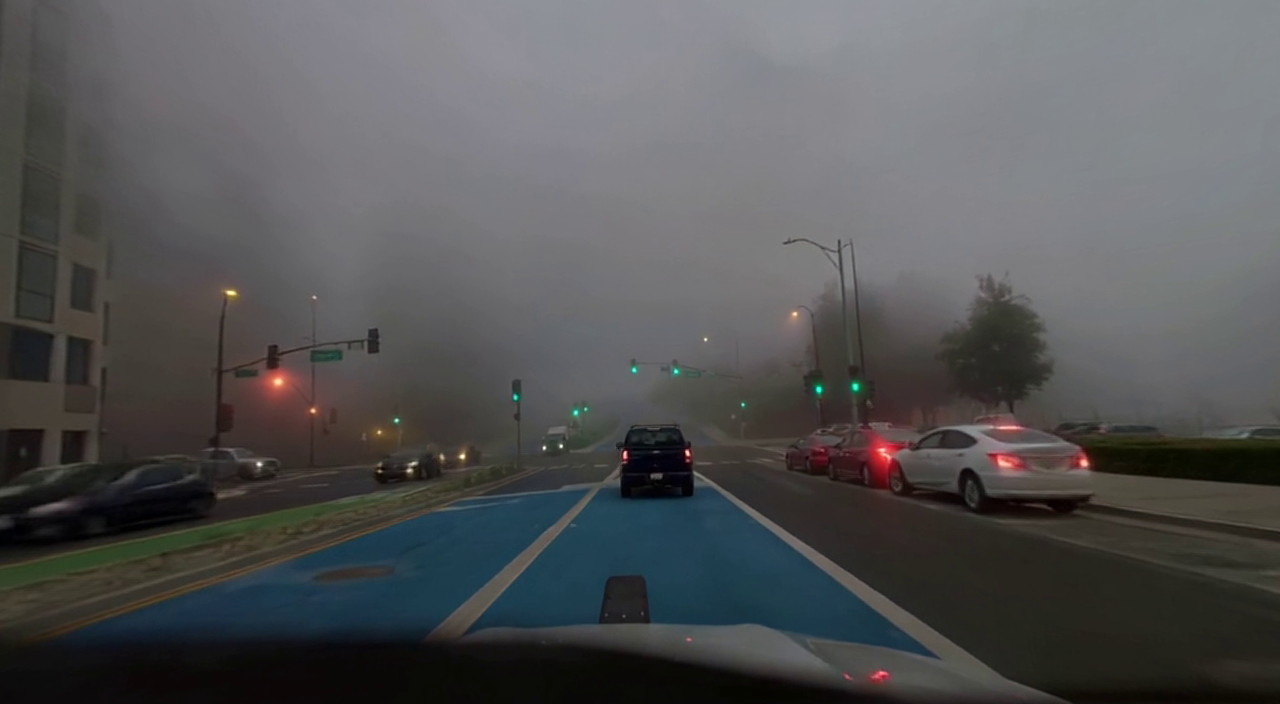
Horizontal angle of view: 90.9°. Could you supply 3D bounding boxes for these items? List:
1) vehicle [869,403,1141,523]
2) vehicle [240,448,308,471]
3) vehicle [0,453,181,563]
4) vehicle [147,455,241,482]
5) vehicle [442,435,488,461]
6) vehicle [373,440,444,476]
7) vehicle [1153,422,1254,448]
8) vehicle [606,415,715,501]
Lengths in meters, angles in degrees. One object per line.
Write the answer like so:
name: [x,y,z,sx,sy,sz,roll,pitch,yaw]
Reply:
vehicle: [6.561,2.084,12.307,2.205,1.823,5.078,0,-8,0]
vehicle: [-27.195,7.958,47.026,1.857,1.535,4.900,-1,-8,4]
vehicle: [-10.384,2.522,10.656,2.019,1.547,4.315,0,-8,-1]
vehicle: [-27.766,7.264,39.353,4.478,1.578,1.890,-1,-8,3]
vehicle: [-13.076,7.202,47.400,2.025,1.785,4.845,-1,-8,1]
vehicle: [-12.800,5.852,35.232,1.975,1.820,4.838,-1,-8,1]
vehicle: [33.576,4.985,37.650,4.275,1.487,1.781,0,-8,0]
vehicle: [0.416,2.547,15.450,2.283,1.773,4.255,0,-8,0]
